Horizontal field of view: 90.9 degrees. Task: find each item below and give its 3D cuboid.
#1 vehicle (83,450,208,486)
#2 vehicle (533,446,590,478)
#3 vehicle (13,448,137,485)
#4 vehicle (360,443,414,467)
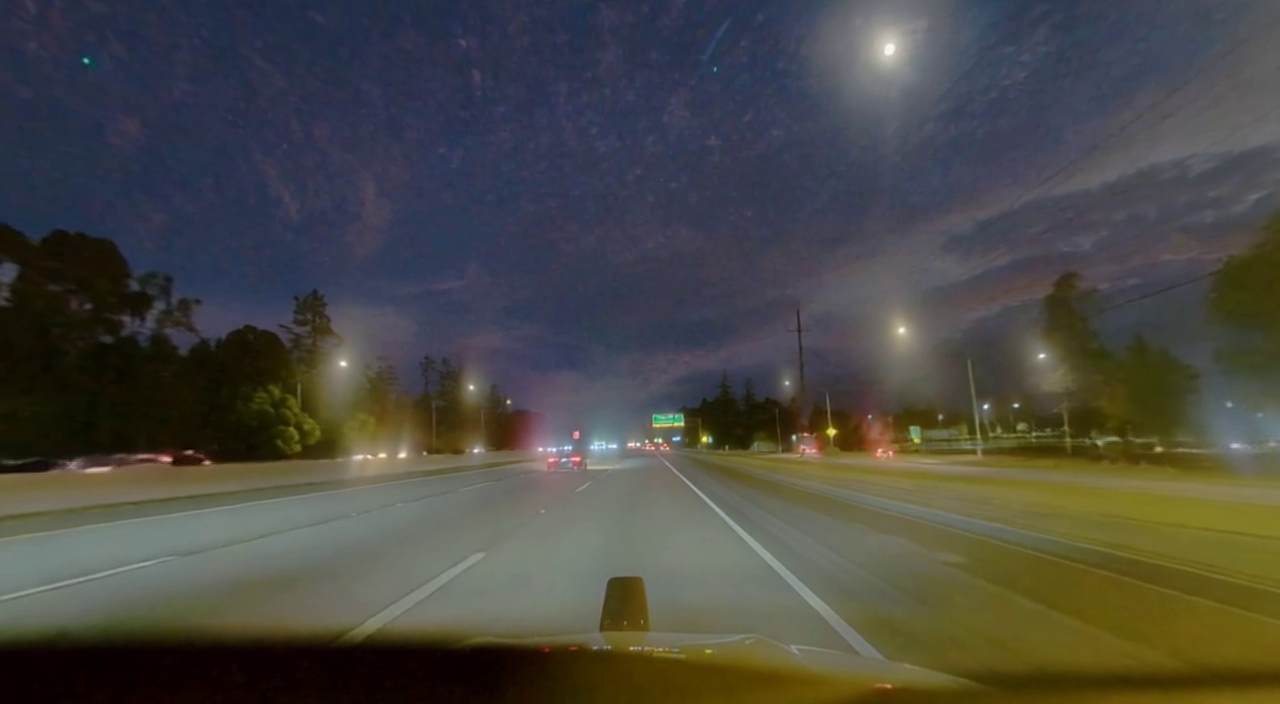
[{"bbox_3d":[-21.868,5.121,28.141,1.859,1.472,4.494,0,-9,1],"label":"vehicle"},{"bbox_3d":[-3.645,5.208,30.091,2.048,1.368,4.613,0,-9,1],"label":"vehicle"},{"bbox_3d":[-25.530,5.155,28.706,1.828,1.515,4.094,0,-9,1],"label":"vehicle"},{"bbox_3d":[-18.096,7.369,45.354,1.927,1.599,4.657,0,-9,1],"label":"vehicle"}]
